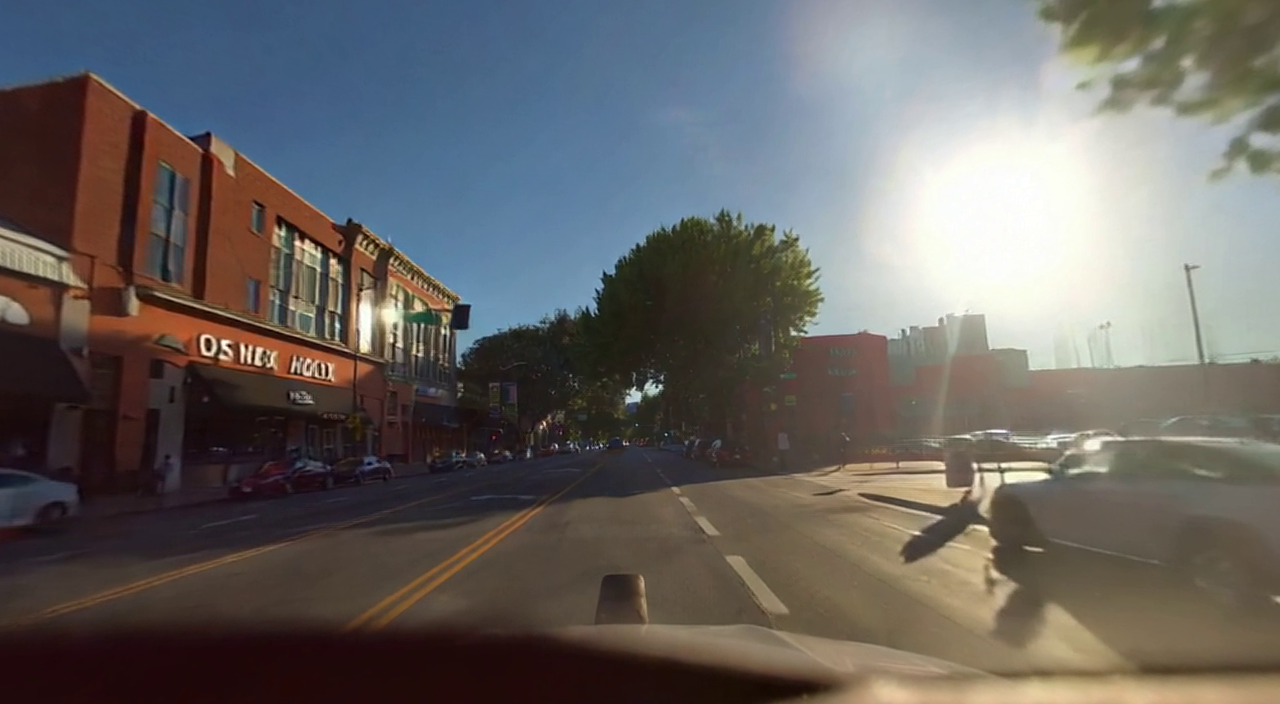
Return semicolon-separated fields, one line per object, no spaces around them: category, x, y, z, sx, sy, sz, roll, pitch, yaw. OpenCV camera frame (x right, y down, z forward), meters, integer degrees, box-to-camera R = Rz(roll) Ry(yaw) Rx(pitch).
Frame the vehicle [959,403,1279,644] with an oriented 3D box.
vehicle;5.866;1.601;6.835;2.150;1.805;4.870;0;-8;-1

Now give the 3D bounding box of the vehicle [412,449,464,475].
vehicle;-12.555;6.833;39.447;1.804;1.533;4.121;0;-8;1

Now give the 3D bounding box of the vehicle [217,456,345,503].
vehicle;-12.716;4.513;22.795;1.945;1.451;4.522;0;-8;0

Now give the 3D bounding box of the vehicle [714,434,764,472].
vehicle;5.491;5.660;35.621;2.010;1.943;4.319;-2;-9;-1

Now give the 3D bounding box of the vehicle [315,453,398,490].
vehicle;-12.512;5.278;28.217;1.842;1.461;4.371;0;-8;-2
